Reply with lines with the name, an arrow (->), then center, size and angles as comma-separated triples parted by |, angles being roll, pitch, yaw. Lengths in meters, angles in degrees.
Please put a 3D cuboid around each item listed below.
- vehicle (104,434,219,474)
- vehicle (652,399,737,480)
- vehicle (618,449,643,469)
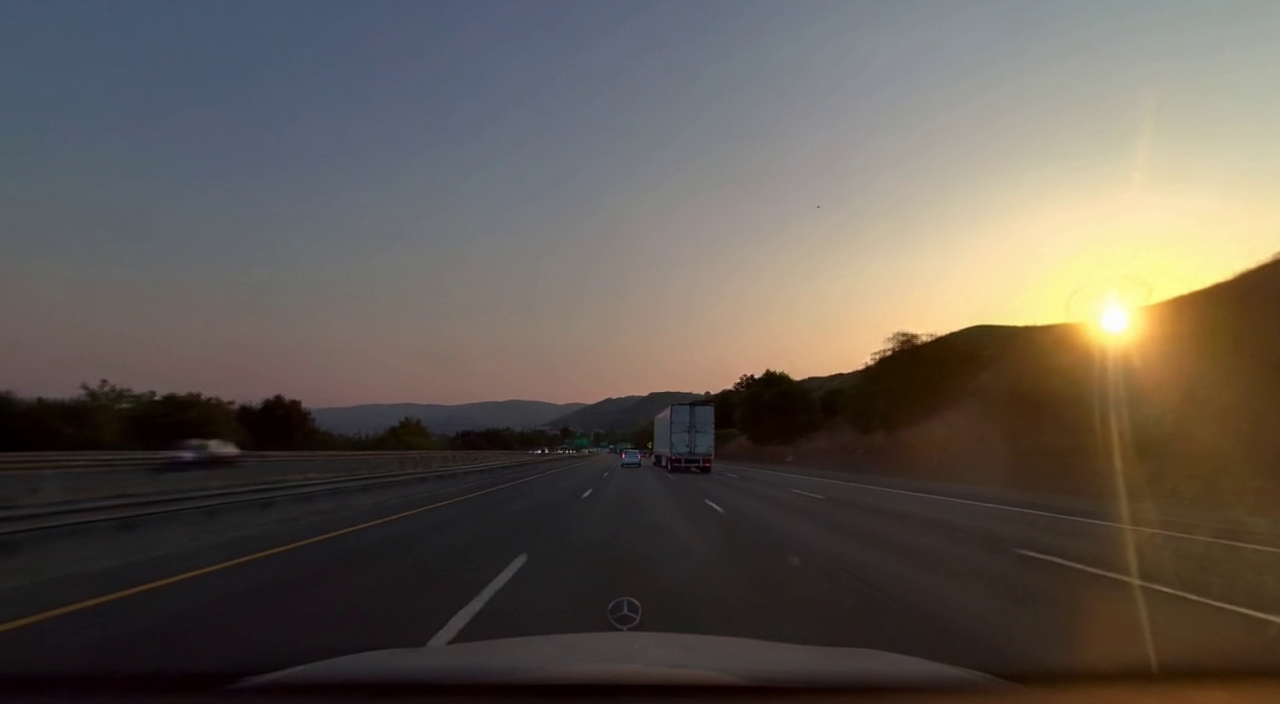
vehicle -> -19.156, 4.111, 25.484 | 1.738, 1.468, 3.650 | 0, -9, 0
vehicle -> 2.966, 5.775, 40.836 | 3.462, 4.177, 16.311 | 0, -9, -2
vehicle -> -0.724, 8.194, 48.500 | 1.898, 1.438, 4.053 | 0, -9, -1
